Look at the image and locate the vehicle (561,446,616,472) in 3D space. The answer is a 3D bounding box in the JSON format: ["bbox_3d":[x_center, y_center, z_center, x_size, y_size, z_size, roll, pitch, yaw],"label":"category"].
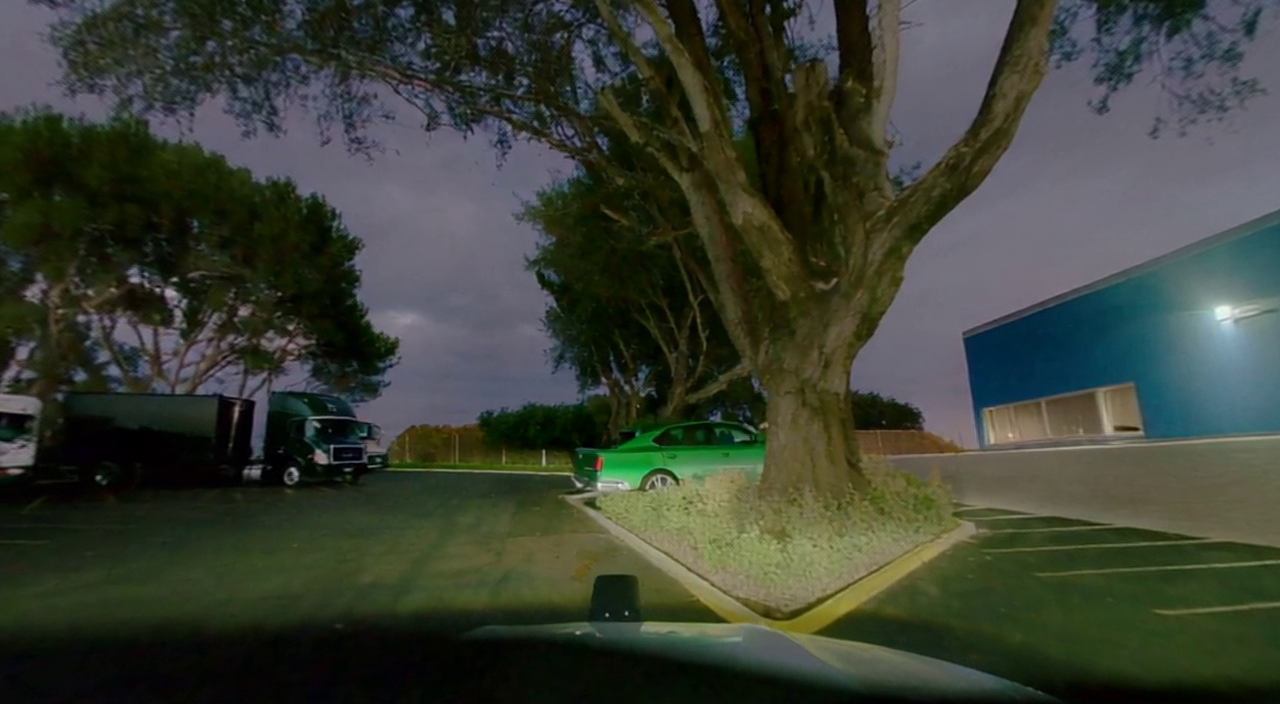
[{"bbox_3d":[-3.202,6.706,39.614,1.809,1.506,3.473,-5,-10,29],"label":"vehicle"}]

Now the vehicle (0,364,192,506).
[{"bbox_3d":[-19.897,2.958,21.781,11.512,3.871,3.038,-6,-11,34],"label":"vehicle"}]

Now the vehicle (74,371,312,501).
[{"bbox_3d":[-17.614,3.344,24.396,11.906,4.069,2.948,-6,-11,33],"label":"vehicle"}]
